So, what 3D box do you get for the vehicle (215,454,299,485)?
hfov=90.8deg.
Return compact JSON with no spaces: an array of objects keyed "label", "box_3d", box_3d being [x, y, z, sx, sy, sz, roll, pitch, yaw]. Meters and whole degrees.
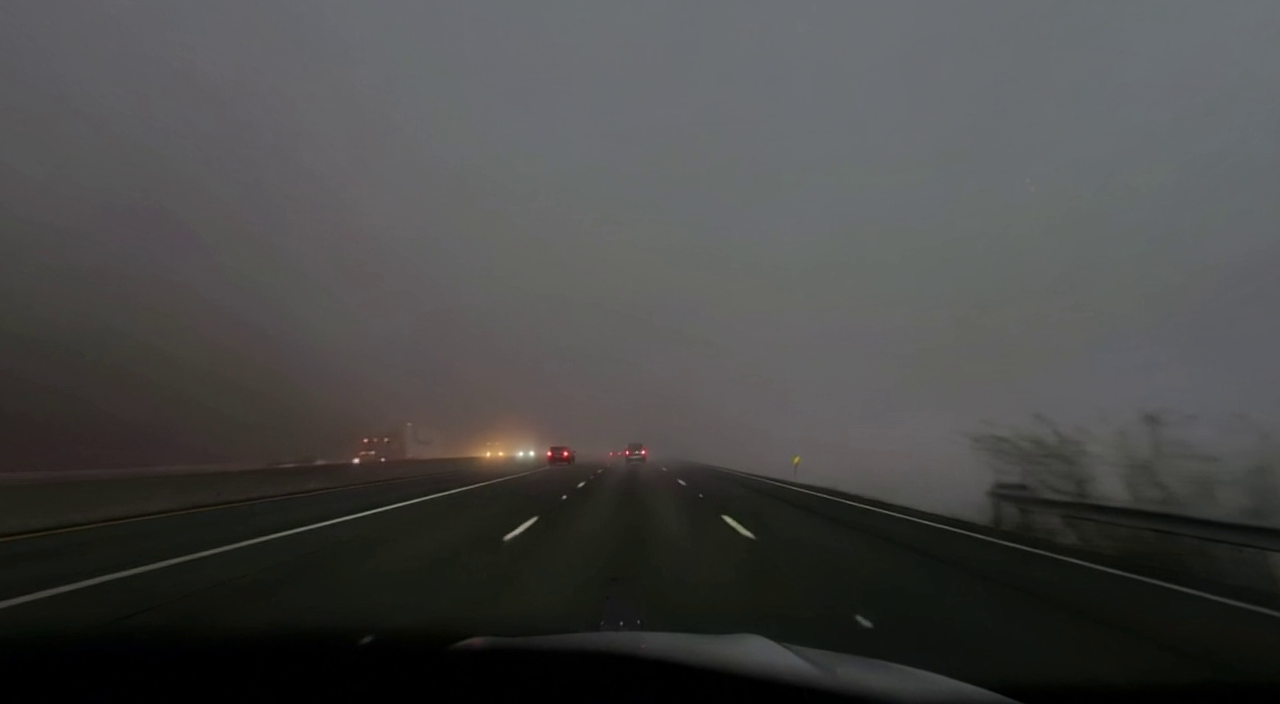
[{"label":"vehicle","box_3d":[-19.209,5.862,31.823,1.730,1.403,3.973,0,-9,0]}]
